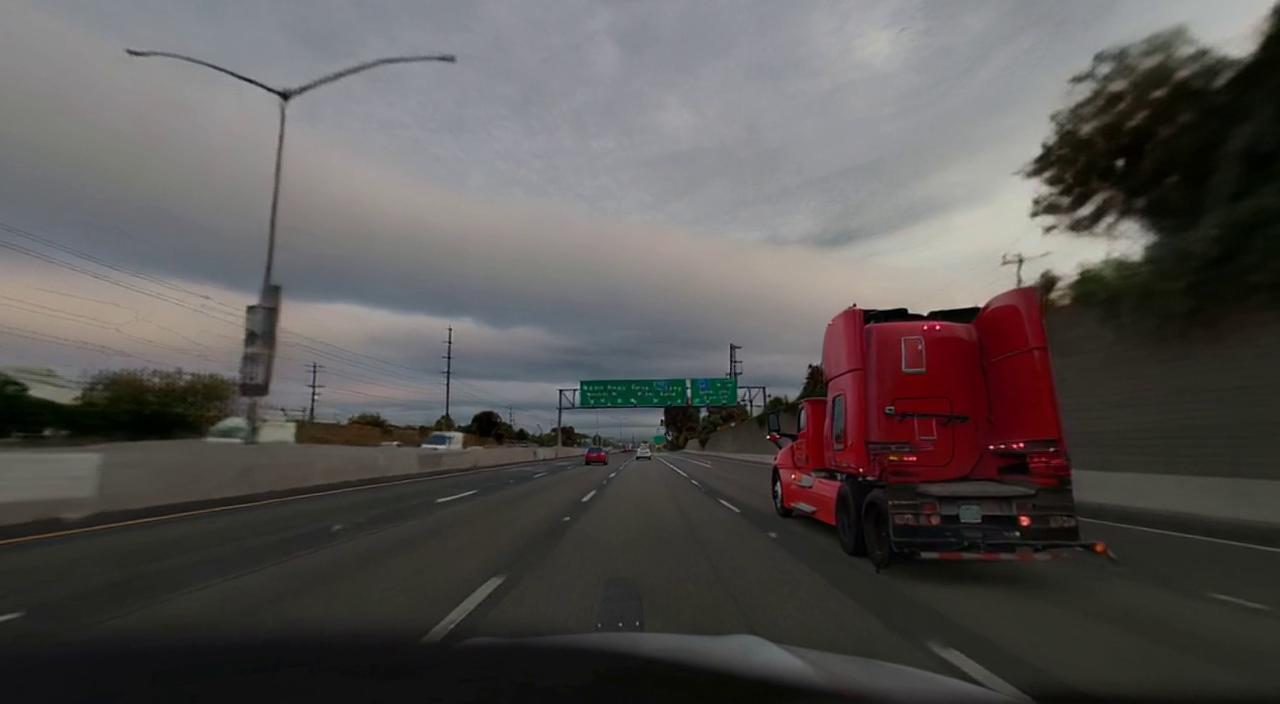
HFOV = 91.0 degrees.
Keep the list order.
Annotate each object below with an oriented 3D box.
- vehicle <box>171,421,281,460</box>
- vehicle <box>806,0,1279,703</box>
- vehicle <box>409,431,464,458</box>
[{"bbox_3d":[-17.817,3.867,27.357,1.972,1.514,4.040,0,-9,0],"label":"vehicle"},{"bbox_3d":[3.961,-0.401,1.595,2.899,4.078,16.430,0,-9,1],"label":"vehicle"},{"bbox_3d":[-14.289,6.552,44.459,2.205,1.808,4.768,0,-9,1],"label":"vehicle"}]
